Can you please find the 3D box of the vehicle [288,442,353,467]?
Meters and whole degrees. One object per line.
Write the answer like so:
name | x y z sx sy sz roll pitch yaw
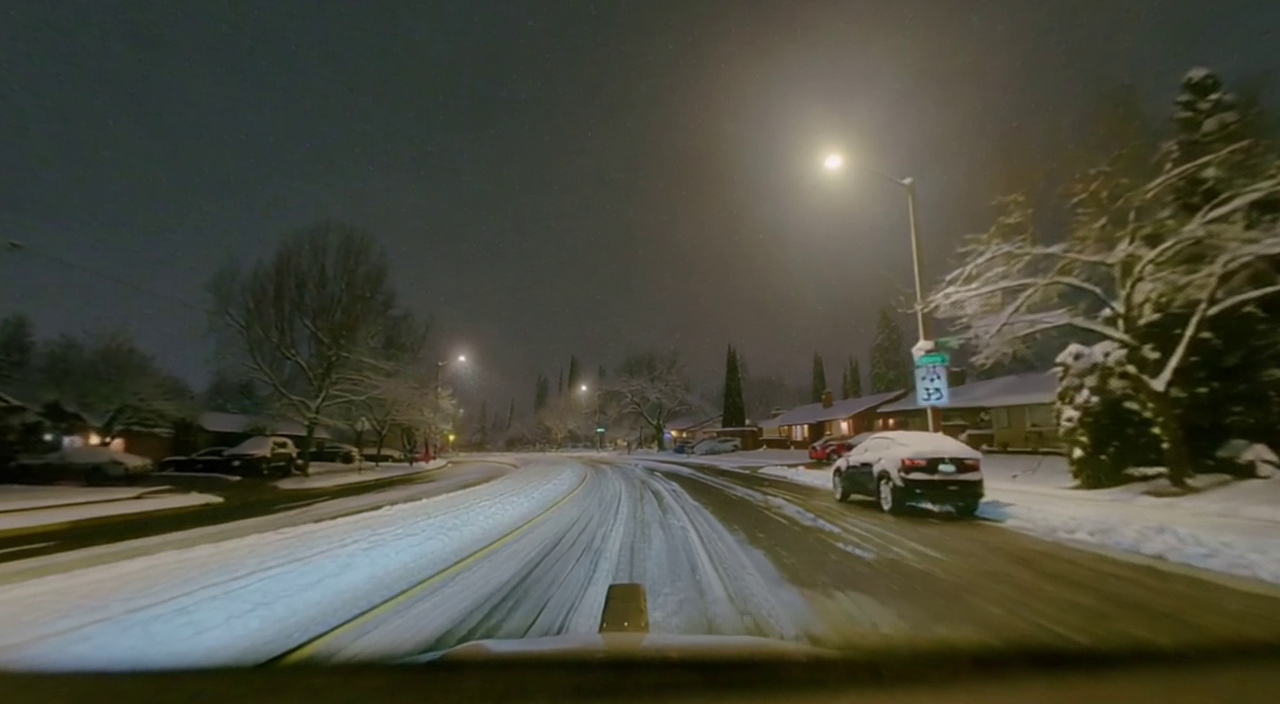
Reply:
vehicle | -24.829 7.941 49.138 4.128 1.861 1.959 2 -9 -15

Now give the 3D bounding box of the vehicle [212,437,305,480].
vehicle | -18.644 5.191 31.097 2.077 1.948 4.705 1 -9 -7

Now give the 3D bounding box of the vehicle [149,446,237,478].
vehicle | -21.529 5.286 30.530 1.764 1.443 3.941 2 -9 -8

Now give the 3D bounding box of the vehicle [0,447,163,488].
vehicle | -21.271 4.365 24.011 4.654 1.442 2.155 -1 -9 7

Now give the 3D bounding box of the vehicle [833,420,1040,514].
vehicle | 6.749 2.670 15.143 2.315 1.869 4.678 1 -9 -6
